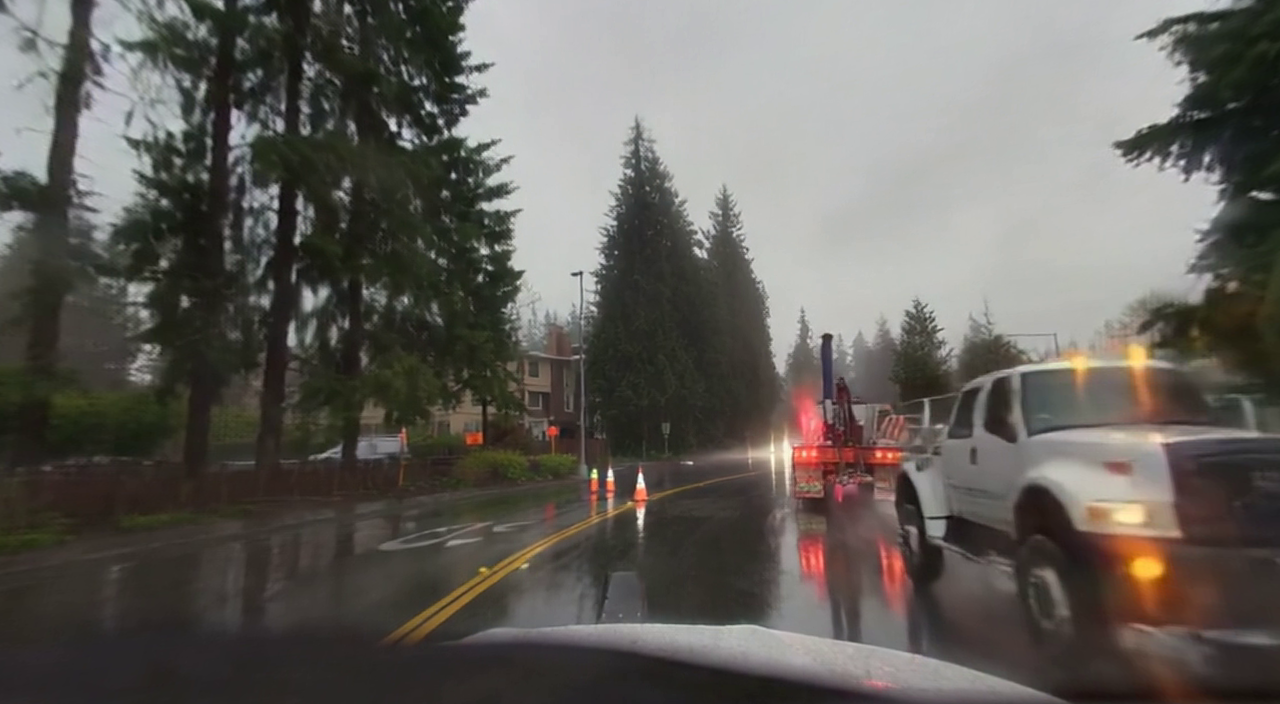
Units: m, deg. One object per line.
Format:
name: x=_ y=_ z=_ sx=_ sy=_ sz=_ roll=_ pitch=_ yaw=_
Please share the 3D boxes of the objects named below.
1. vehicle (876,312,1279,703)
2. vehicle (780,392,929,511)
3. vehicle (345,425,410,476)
vehicle: x=3.418 y=1.070 z=5.109 sx=1.913 sy=2.241 sz=3.024 roll=-1 pitch=-7 yaw=3
vehicle: x=5.957 y=2.647 z=17.595 sx=3.098 sy=2.601 sz=6.758 roll=-3 pitch=-8 yaw=19
vehicle: x=-13.536 y=5.079 z=32.748 sx=2.665 sy=2.465 sz=1.532 roll=4 pitch=-8 yaw=-12
